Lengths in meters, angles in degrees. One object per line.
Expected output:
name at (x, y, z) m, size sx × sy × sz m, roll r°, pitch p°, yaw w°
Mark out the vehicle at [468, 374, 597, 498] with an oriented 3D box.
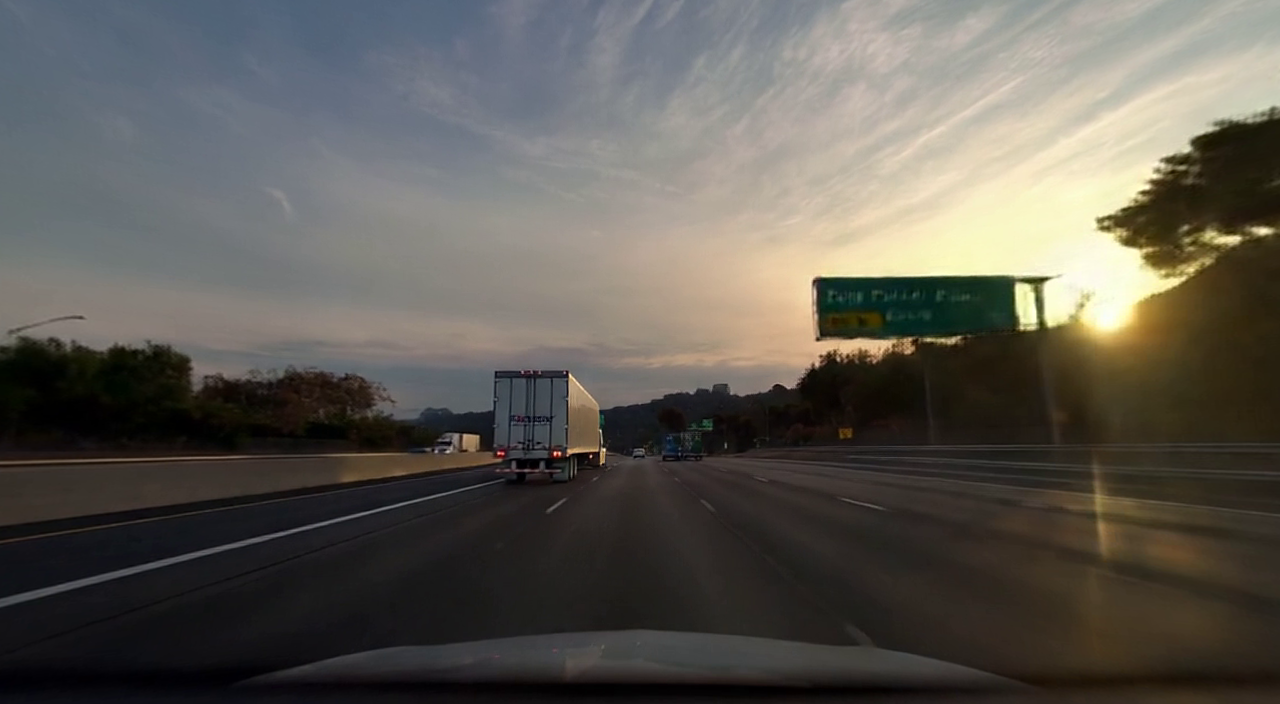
vehicle at (-3.278, 2.977, 21.810) m, size 2.922 × 3.458 × 8.360 m, roll 0°, pitch -9°, yaw 0°
